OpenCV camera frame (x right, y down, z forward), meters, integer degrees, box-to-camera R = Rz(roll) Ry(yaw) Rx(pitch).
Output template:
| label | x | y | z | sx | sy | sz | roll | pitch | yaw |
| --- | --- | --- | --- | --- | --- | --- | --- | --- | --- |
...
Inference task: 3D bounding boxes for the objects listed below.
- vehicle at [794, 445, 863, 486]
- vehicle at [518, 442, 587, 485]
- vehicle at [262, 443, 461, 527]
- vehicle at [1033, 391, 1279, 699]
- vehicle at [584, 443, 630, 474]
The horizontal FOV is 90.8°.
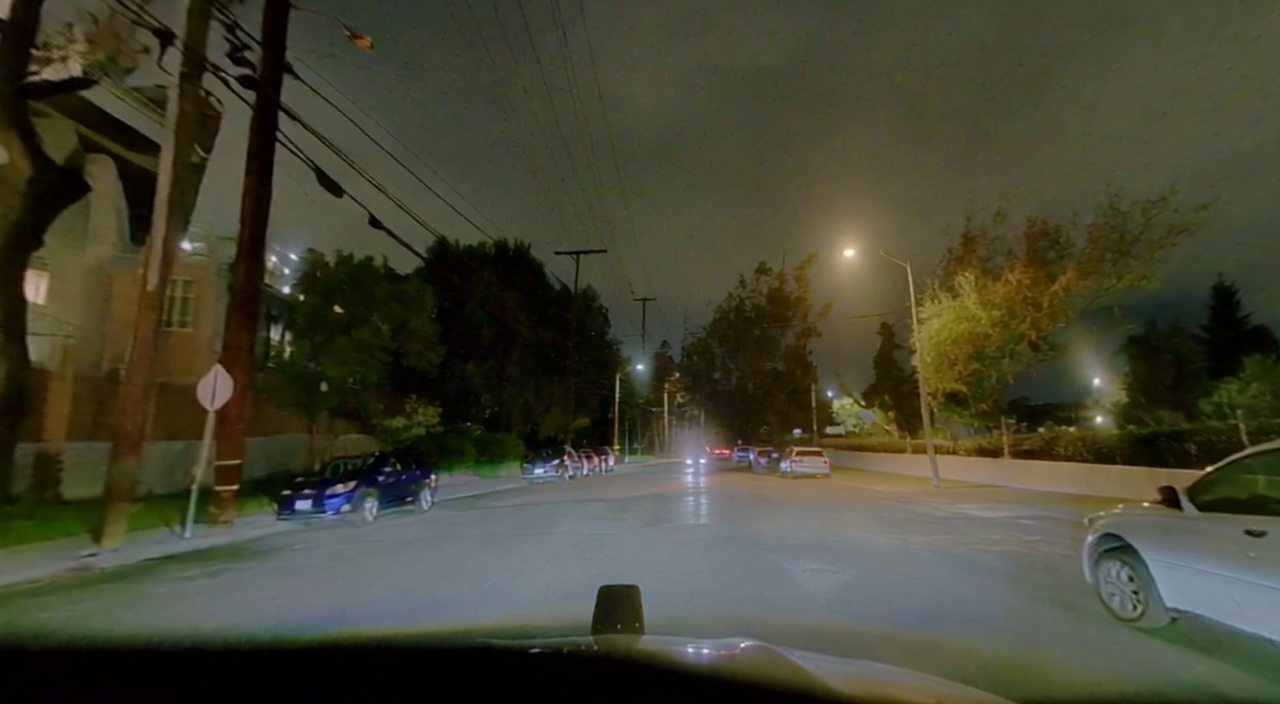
| label | x | y | z | sx | sy | sz | roll | pitch | yaw |
| --- | --- | --- | --- | --- | --- | --- | --- | --- | --- |
| vehicle | 7.662 | 4.607 | 26.073 | 1.964 | 1.515 | 4.055 | -1 | -8 | 6 |
| vehicle | -3.982 | 5.173 | 29.690 | 2.011 | 1.801 | 4.676 | -1 | -8 | 7 |
| vehicle | -6.178 | 3.032 | 14.811 | 2.017 | 1.582 | 4.664 | -3 | -10 | 9 |
| vehicle | 4.633 | 1.092 | 3.692 | 2.180 | 1.677 | 4.432 | -1 | -8 | 6 |
| vehicle | -2.131 | 7.121 | 42.081 | 1.953 | 1.699 | 4.234 | -9 | -11 | 9 |
